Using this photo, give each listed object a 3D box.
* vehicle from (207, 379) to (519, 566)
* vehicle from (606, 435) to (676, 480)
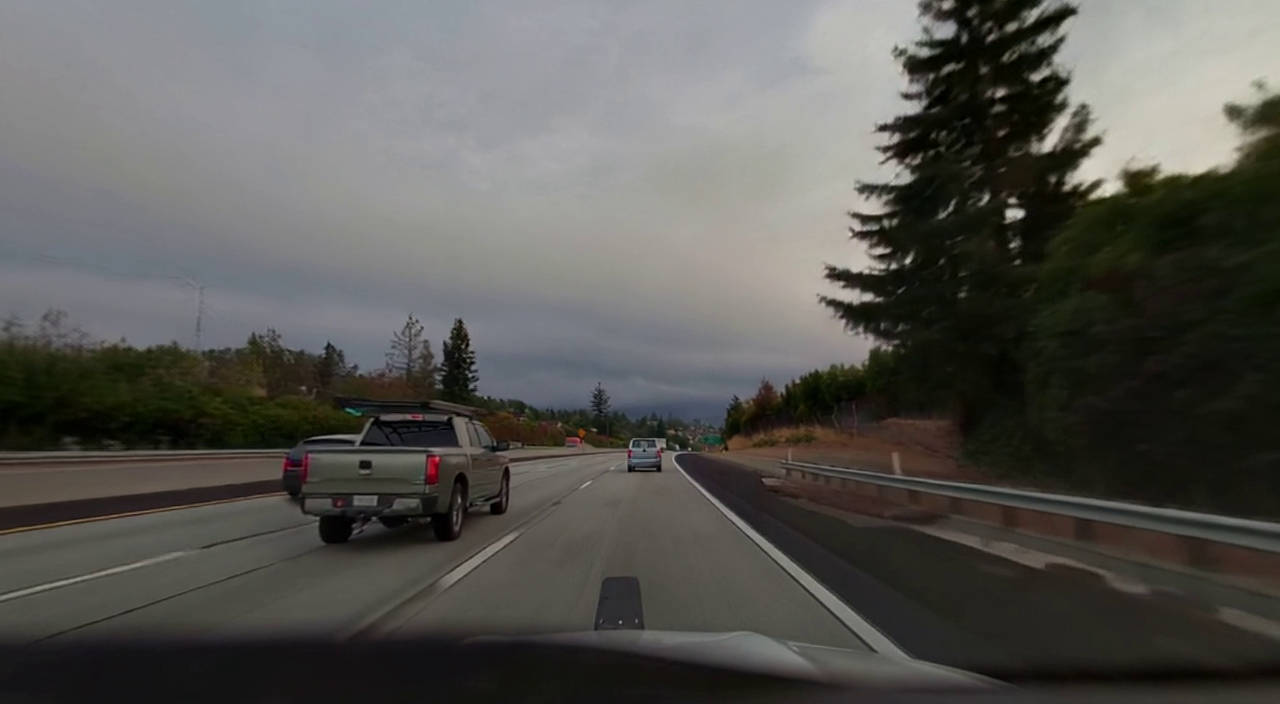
[{"bbox_3d":[-3.373,1.626,9.103,2.250,1.947,4.860,0,-9,0],"label":"vehicle"},{"bbox_3d":[0.110,4.432,26.780,2.715,1.669,5.163,0,-9,2],"label":"vehicle"}]
